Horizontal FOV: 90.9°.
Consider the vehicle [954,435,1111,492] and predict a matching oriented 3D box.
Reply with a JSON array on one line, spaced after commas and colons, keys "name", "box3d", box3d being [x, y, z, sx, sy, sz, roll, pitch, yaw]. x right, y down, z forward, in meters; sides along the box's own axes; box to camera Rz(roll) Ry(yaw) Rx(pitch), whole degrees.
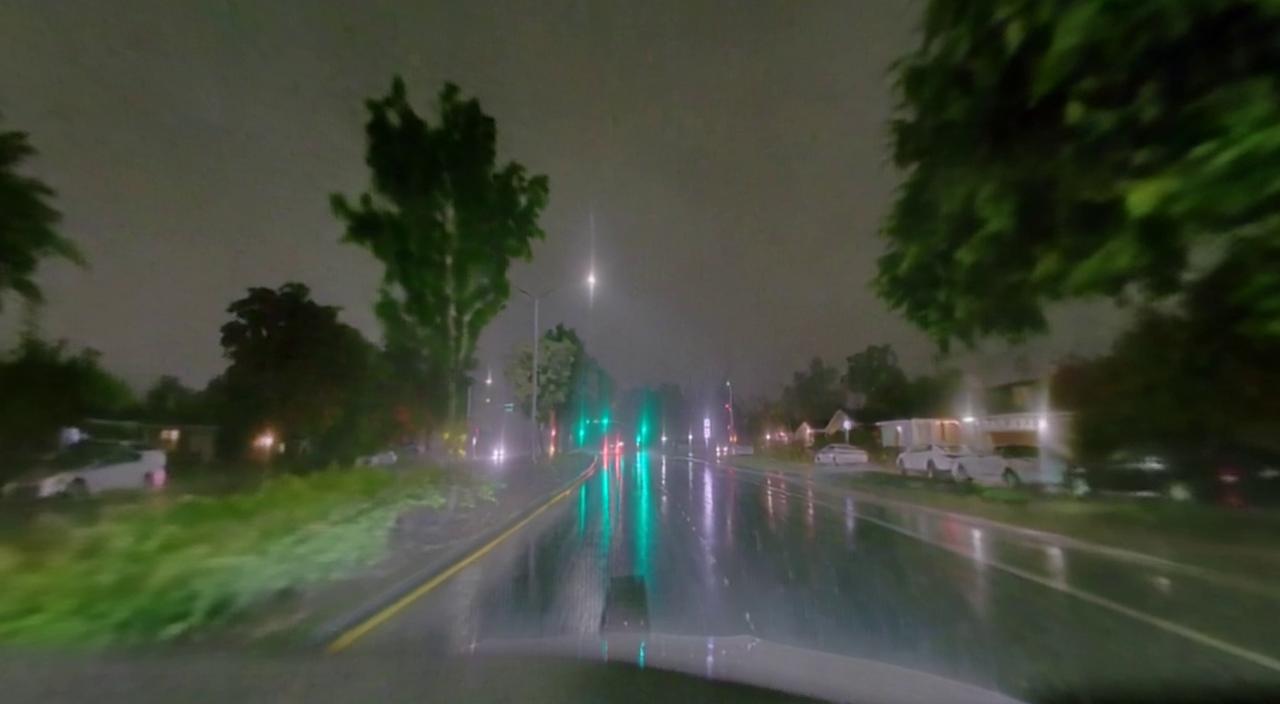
[{"name": "vehicle", "box3d": [11.733, 3.351, 19.288, 1.791, 1.503, 4.560, 0, -9, -1]}]

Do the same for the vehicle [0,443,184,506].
[{"name": "vehicle", "box3d": [-15.214, 3.352, 17.644, 1.884, 1.540, 3.927, 0, -9, 1]}]

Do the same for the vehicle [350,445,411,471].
[{"name": "vehicle", "box3d": [-15.872, 6.501, 38.838, 2.070, 1.469, 4.524, 0, -9, -3]}]

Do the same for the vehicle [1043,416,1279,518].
[{"name": "vehicle", "box3d": [11.484, 2.389, 13.582, 2.147, 1.767, 5.125, 0, -9, 0]}]

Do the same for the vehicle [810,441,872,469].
[{"name": "vehicle", "box3d": [11.222, 5.749, 35.444, 1.839, 1.445, 4.484, 0, -9, -2]}]

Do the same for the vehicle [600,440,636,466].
[{"name": "vehicle", "box3d": [-1.409, 6.292, 39.404, 2.113, 1.462, 4.203, 0, -9, -3]}]

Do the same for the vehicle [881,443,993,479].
[{"name": "vehicle", "box3d": [11.402, 4.218, 24.653, 2.015, 1.231, 4.748, 0, -9, -1]}]
